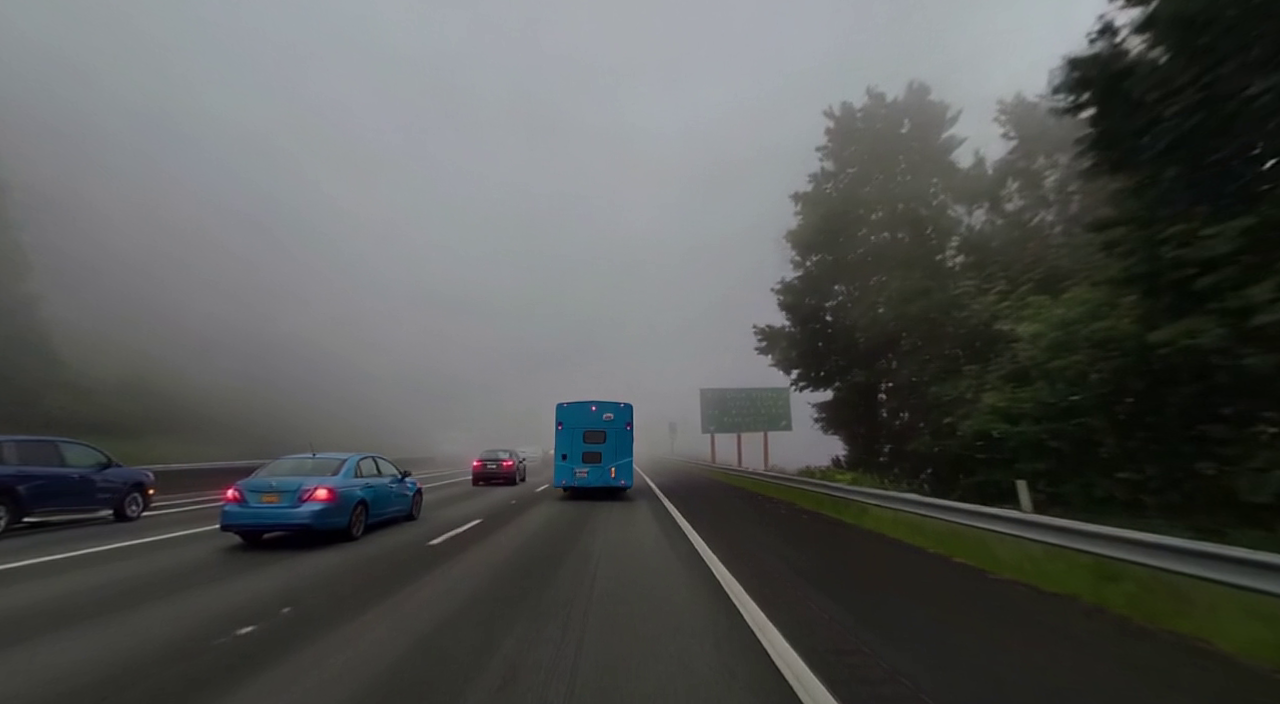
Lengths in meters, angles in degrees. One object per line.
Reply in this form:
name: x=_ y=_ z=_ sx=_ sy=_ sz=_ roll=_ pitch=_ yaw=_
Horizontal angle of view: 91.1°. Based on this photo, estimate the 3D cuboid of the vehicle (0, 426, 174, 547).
vehicle: x=-9.710 y=1.988 z=9.540 sx=2.010 sy=1.621 sz=4.252 roll=0 pitch=-9 yaw=-1

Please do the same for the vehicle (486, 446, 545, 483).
vehicle: x=-5.282 y=4.806 z=27.121 sx=1.872 sy=1.480 sz=3.545 roll=0 pitch=-9 yaw=-1

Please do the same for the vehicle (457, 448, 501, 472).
vehicle: x=-10.535 y=7.035 z=41.303 sx=1.886 sy=1.462 sz=4.084 roll=0 pitch=-9 yaw=-1

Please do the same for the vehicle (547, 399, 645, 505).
vehicle: x=-1.185 y=2.847 z=18.101 sx=2.394 sy=2.556 sz=5.232 roll=0 pitch=-9 yaw=-2

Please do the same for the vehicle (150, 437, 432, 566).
vehicle: x=-4.657 y=2.018 z=9.255 sx=1.876 sy=1.438 sz=4.072 roll=0 pitch=-9 yaw=-1
